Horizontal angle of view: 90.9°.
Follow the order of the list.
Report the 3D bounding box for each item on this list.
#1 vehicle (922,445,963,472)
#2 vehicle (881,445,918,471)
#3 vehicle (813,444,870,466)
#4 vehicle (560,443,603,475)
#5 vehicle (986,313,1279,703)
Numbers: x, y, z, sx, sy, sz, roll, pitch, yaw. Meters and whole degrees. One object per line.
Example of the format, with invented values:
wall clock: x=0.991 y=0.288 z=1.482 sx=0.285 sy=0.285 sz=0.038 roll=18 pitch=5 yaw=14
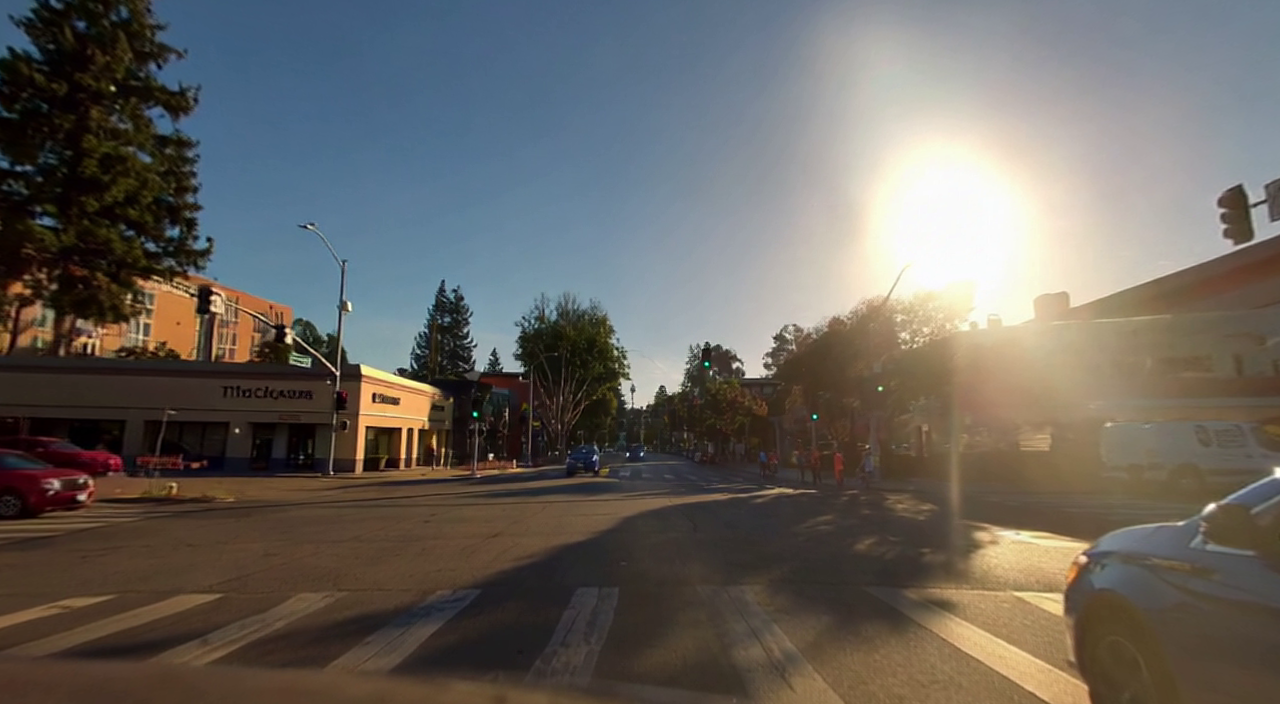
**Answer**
vehicle: x=18.281 y=6.406 z=38.269 sx=1.791 sy=1.520 sz=3.649 roll=-3 pitch=-9 yaw=19
vehicle: x=15.878 y=6.472 z=38.735 sx=1.875 sy=1.543 sz=3.853 roll=-3 pitch=-9 yaw=20
vehicle: x=15.087 y=7.714 z=47.442 sx=1.924 sy=1.579 sz=4.084 roll=3 pitch=-9 yaw=-19
vehicle: x=-3.163 y=5.875 z=34.846 sx=1.961 sy=1.658 sz=4.064 roll=0 pitch=-8 yaw=0
vehicle: x=2.872 y=0.625 z=0.934 sx=2.048 sy=1.725 sz=4.754 roll=0 pitch=-8 yaw=1
